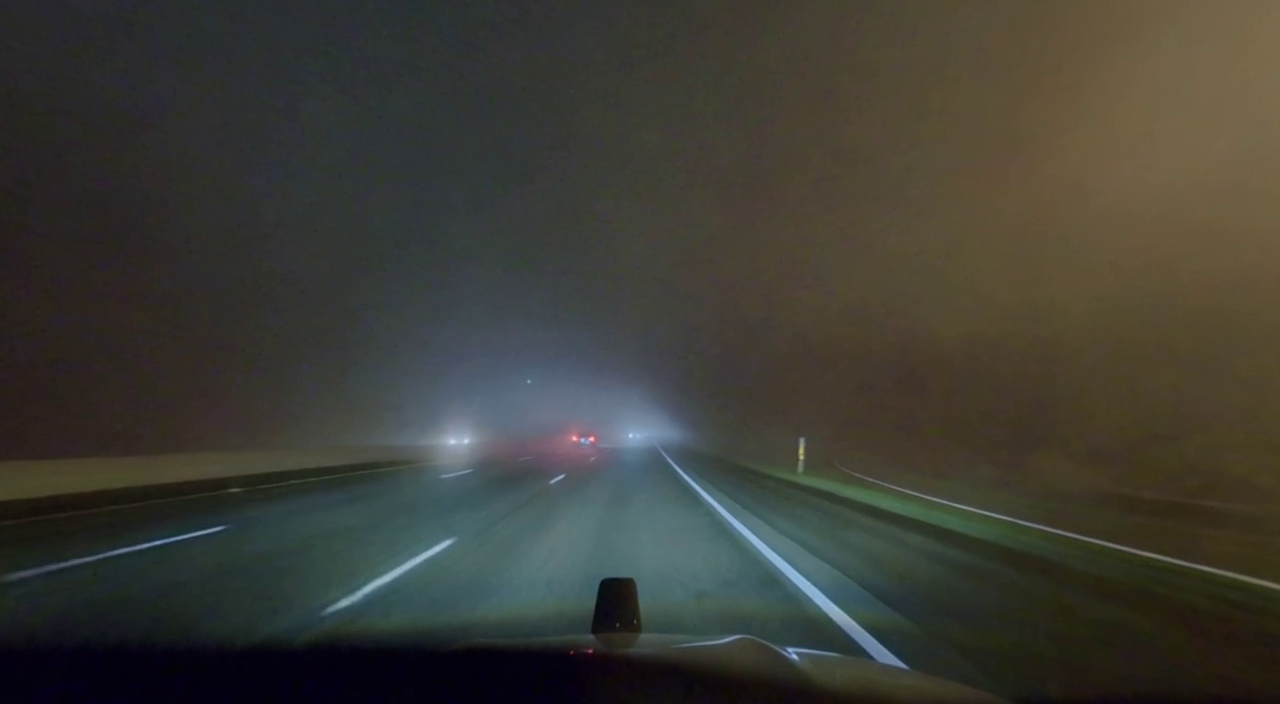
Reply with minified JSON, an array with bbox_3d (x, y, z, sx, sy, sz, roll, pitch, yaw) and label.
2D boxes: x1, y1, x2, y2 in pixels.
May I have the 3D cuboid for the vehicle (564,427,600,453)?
[{"bbox_3d":[-3.966,6.087,43.477,1.980,1.721,4.419,0,-8,1],"label":"vehicle"}]
